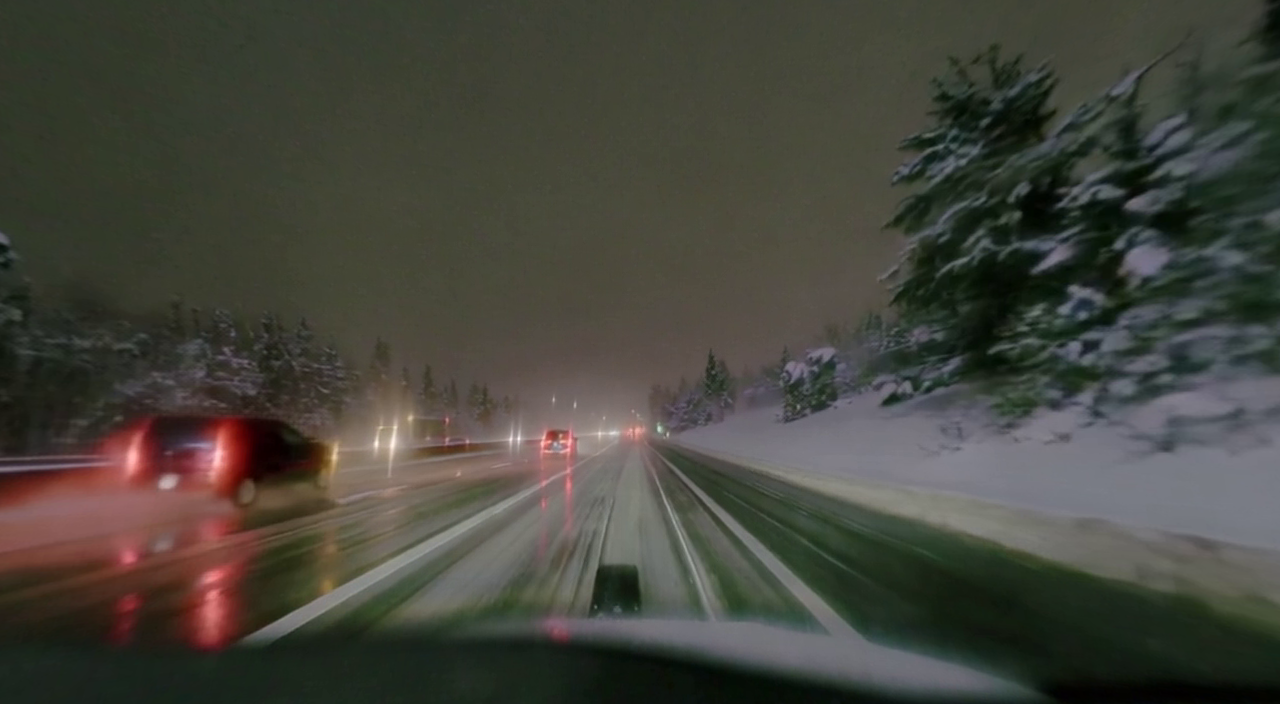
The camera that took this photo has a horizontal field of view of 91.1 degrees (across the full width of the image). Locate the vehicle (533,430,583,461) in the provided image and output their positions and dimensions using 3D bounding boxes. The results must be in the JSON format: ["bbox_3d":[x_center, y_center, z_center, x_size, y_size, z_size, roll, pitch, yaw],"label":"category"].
[{"bbox_3d":[-4.329,5.007,33.804,2.064,1.571,4.225,0,-8,0],"label":"vehicle"}]

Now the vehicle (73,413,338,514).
[{"bbox_3d":[-8.140,2.115,12.470,2.113,1.632,4.409,0,-8,-1],"label":"vehicle"}]
